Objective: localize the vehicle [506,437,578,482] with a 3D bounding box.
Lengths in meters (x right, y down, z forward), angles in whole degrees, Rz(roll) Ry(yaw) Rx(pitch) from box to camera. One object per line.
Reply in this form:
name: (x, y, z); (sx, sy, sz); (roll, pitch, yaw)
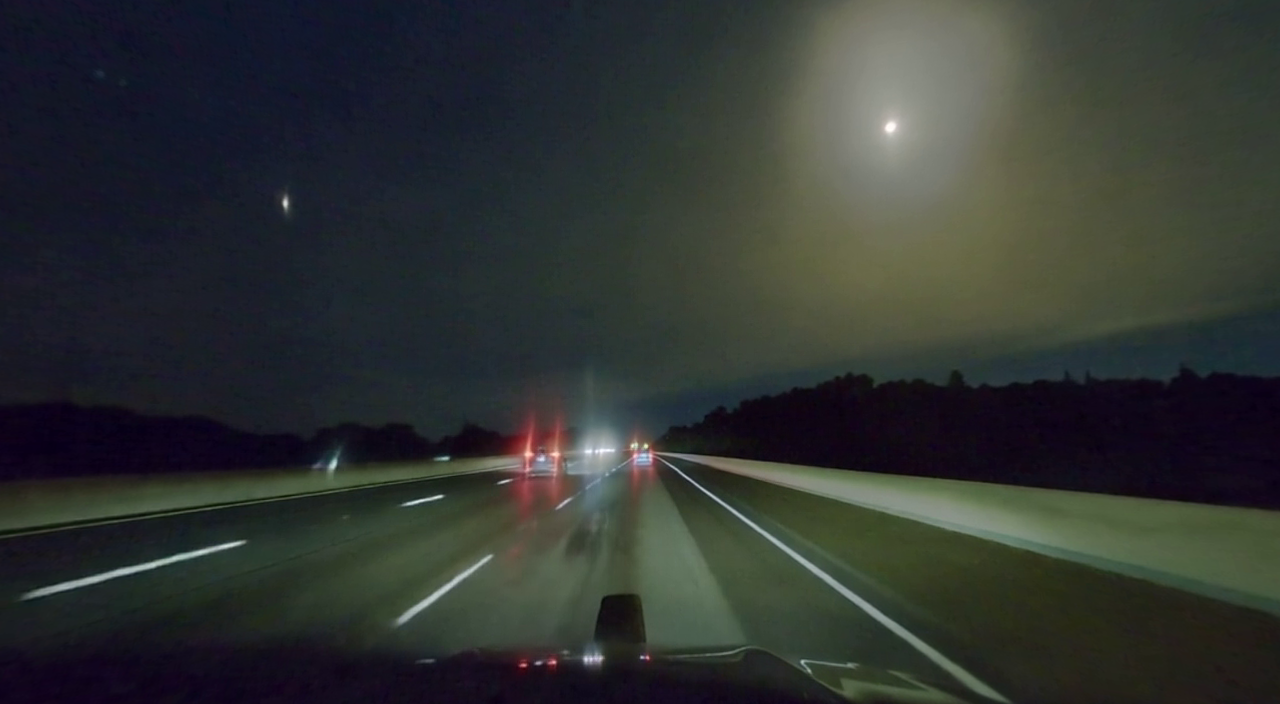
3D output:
vehicle: (-4.139, 4.674, 27.622); (2.272, 1.759, 5.058); (0, -9, 1)
